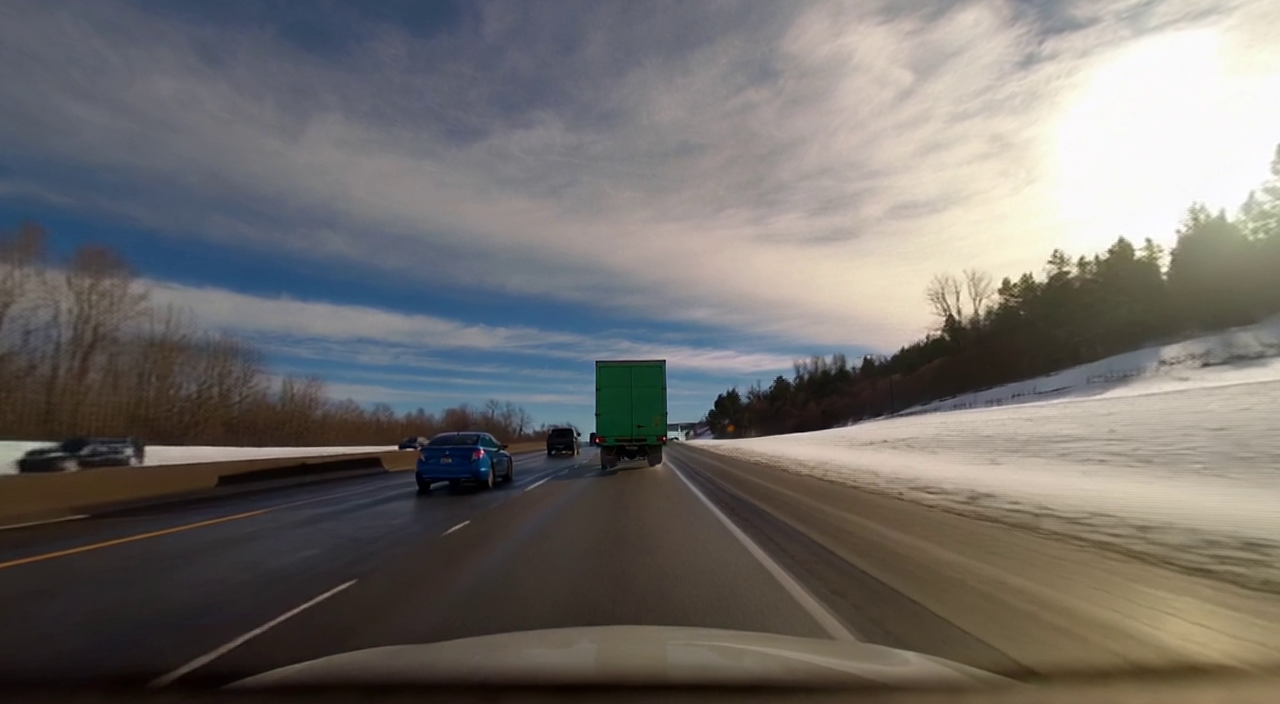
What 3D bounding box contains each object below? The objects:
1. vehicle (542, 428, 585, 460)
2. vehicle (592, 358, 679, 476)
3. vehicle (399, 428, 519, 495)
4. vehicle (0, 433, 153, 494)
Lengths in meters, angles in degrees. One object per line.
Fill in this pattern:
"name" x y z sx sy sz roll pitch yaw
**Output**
"vehicle" -4.617 5.633 38.606 2.019 1.834 4.644 0 -8 0
"vehicle" -0.285 2.907 26.767 2.953 4.041 10.072 0 -8 -1
"vehicle" -4.638 2.849 16.902 1.931 1.539 4.441 0 -8 0
"vehicle" -17.951 3.370 19.493 1.992 1.643 4.609 0 -8 0
